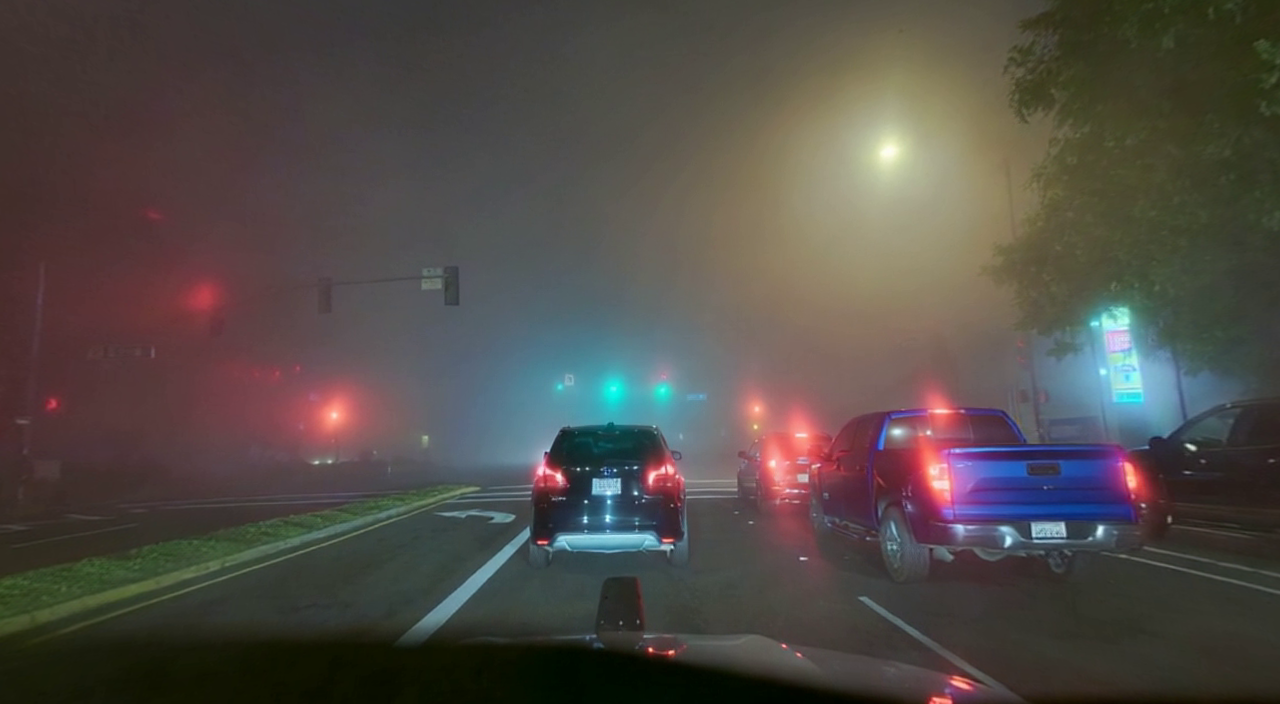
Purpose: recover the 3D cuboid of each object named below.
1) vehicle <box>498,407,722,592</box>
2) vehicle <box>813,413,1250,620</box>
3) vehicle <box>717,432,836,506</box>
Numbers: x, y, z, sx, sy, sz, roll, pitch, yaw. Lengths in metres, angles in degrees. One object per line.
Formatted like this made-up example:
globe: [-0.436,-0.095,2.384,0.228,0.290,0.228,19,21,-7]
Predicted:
vehicle: [-0.270,1.629,7.697,2.037,1.674,3.693,0,-8,0]
vehicle: [3.605,1.587,7.141,1.955,1.550,4.587,0,-8,-1]
vehicle: [3.341,2.959,16.441,2.031,1.626,4.264,0,-8,-1]
